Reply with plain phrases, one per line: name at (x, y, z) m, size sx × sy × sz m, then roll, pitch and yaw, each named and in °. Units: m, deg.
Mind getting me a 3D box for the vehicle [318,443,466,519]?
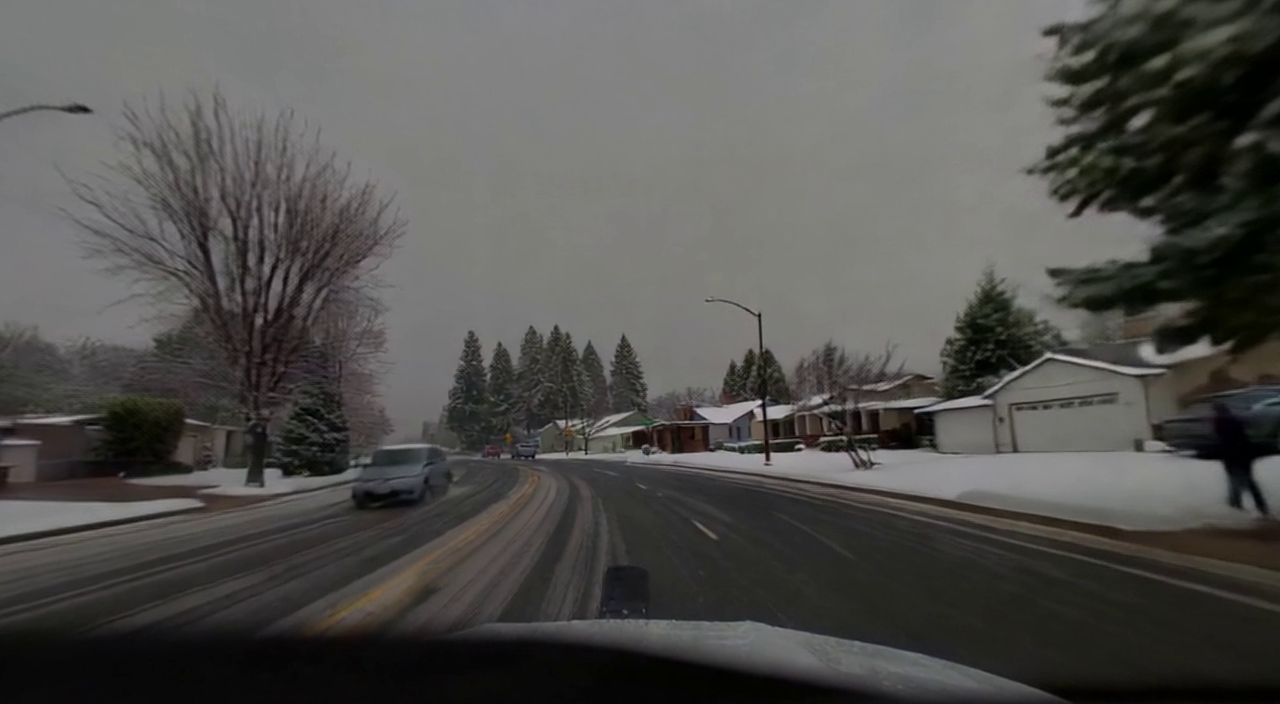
vehicle at (-5.506, 2.873, 14.666) m, size 2.043 × 1.470 × 4.338 m, roll 1°, pitch -8°, yaw -6°
